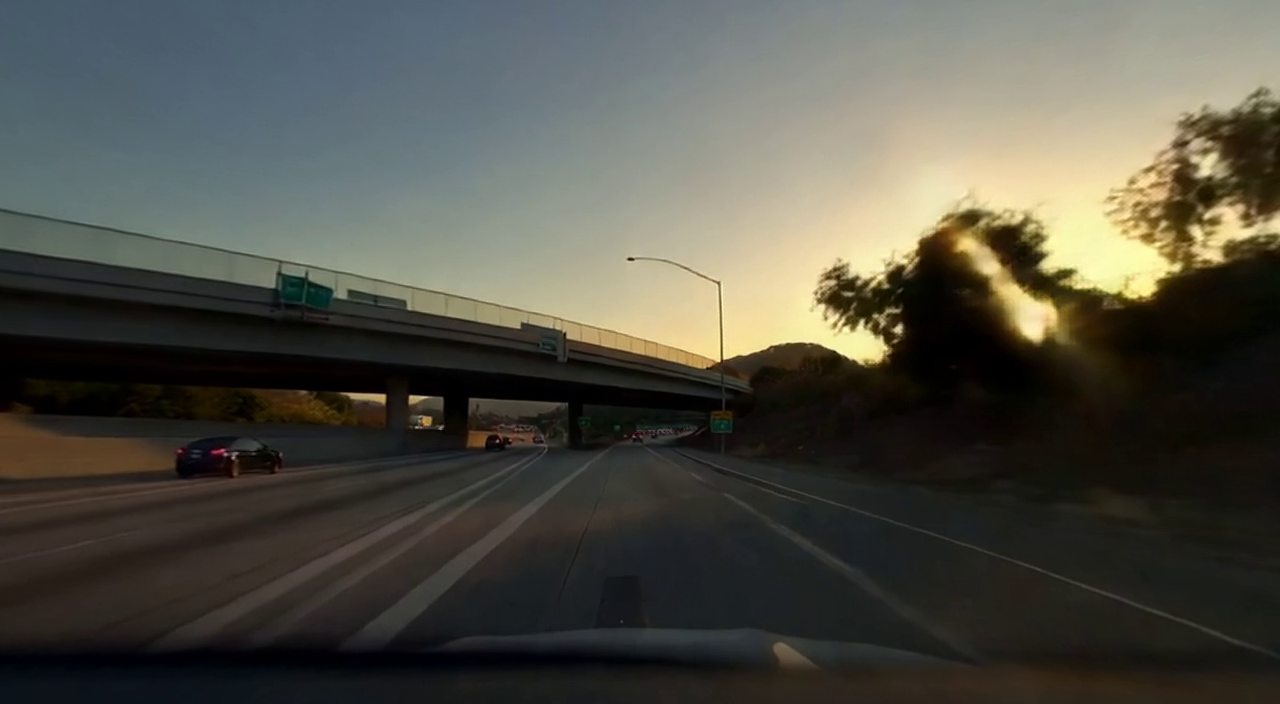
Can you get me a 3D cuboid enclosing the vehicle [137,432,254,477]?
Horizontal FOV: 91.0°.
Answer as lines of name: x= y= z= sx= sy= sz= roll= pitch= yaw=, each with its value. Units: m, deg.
vehicle: x=-18.739 y=4.351 z=26.824 sx=2.093 sy=1.735 sz=4.285 roll=1 pitch=-9 yaw=-5
